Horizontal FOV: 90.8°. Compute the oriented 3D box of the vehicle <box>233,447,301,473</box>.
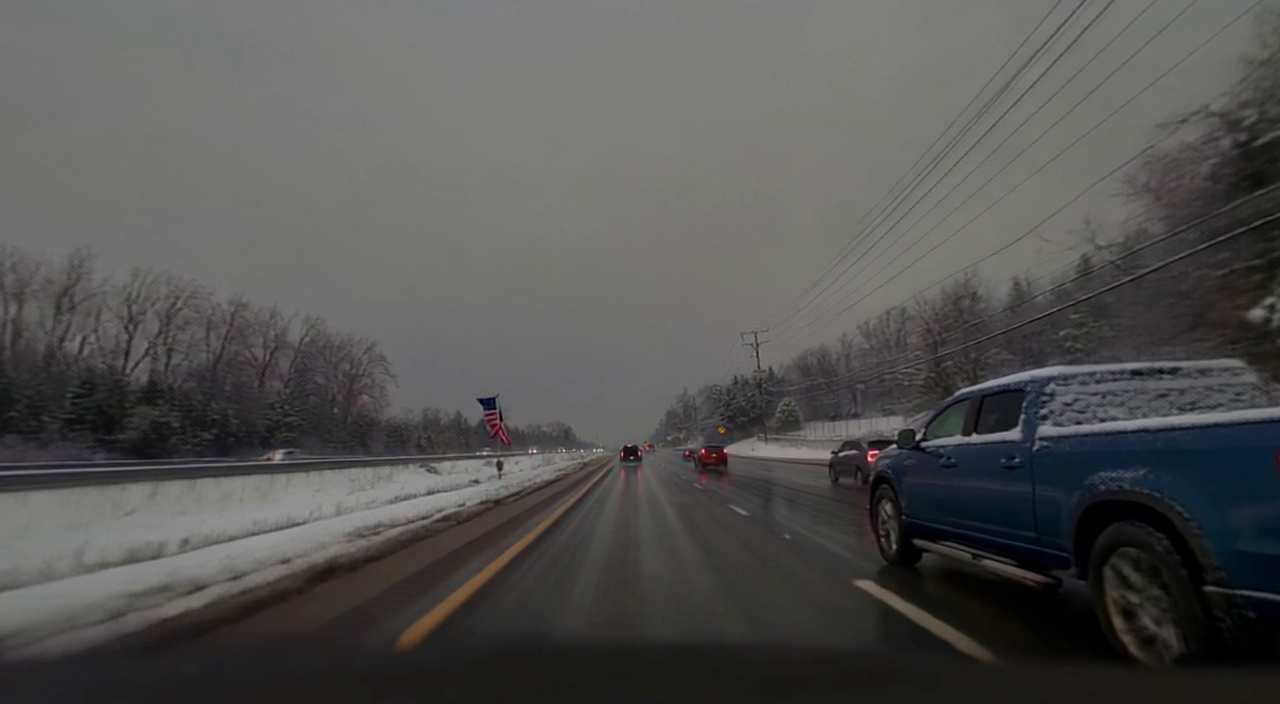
[{"bbox_3d":[-28.728,8.292,48.845,2.139,1.875,5.063,0,-8,0],"label":"vehicle"}]

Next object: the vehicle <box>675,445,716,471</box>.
[{"bbox_3d":[3.371,6.509,39.131,1.978,1.488,4.252,0,-8,-2],"label":"vehicle"}]

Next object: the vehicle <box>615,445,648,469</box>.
[{"bbox_3d":[-0.555,6.891,41.597,2.085,1.449,3.860,0,-8,-1],"label":"vehicle"}]

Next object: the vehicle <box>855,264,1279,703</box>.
[{"bbox_3d":[3.727,0.906,4.097,2.461,2.013,6.075,0,-8,-1],"label":"vehicle"}]
